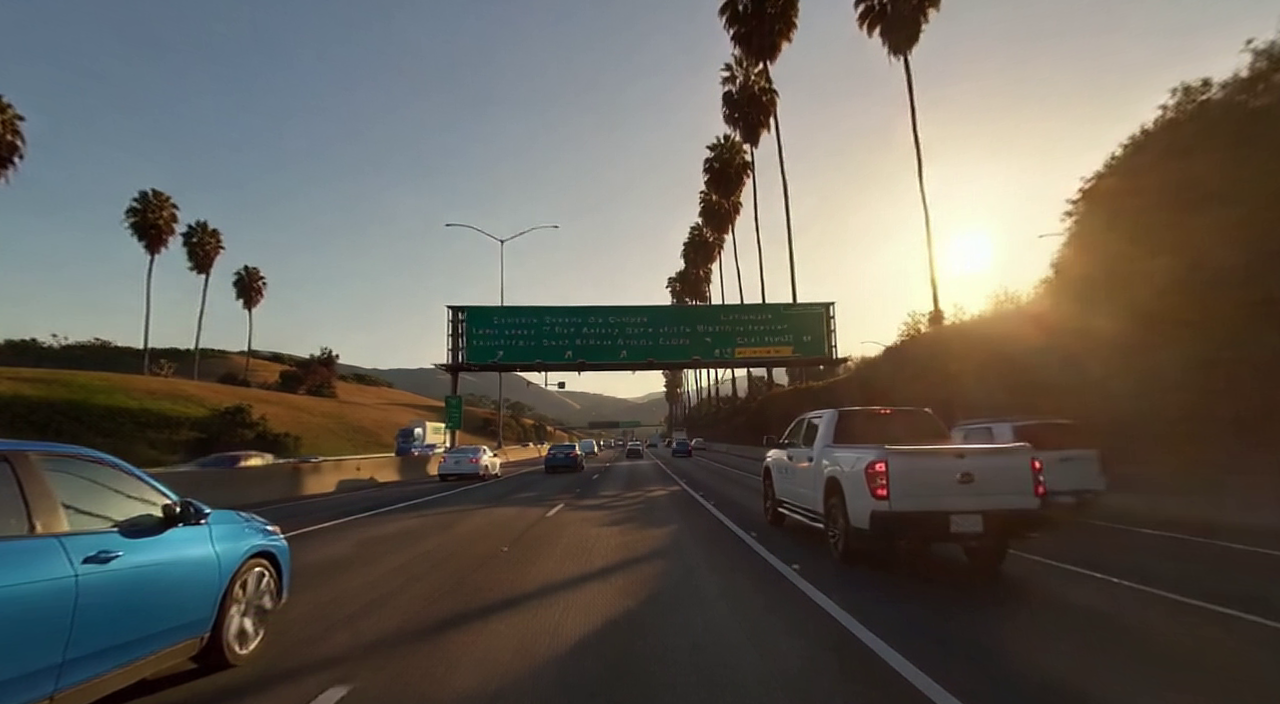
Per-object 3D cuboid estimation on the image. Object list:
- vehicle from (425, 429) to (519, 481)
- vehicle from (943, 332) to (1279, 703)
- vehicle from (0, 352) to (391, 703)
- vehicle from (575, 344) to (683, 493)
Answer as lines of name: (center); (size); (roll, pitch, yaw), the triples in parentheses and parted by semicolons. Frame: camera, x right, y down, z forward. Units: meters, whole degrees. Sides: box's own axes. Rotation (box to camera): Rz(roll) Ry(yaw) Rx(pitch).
vehicle: (-6.838, 4.293, 26.551); (2.344, 1.954, 5.579); (0, -9, 1)
vehicle: (3.174, 0.634, 2.155); (1.859, 1.416, 4.695); (0, -9, -1)
vehicle: (-3.215, 1.052, 3.630); (1.885, 1.654, 4.103); (0, -9, 0)
vehicle: (-0.167, 2.607, 22.610); (2.906, 4.040, 10.743); (-1, -9, 1)
